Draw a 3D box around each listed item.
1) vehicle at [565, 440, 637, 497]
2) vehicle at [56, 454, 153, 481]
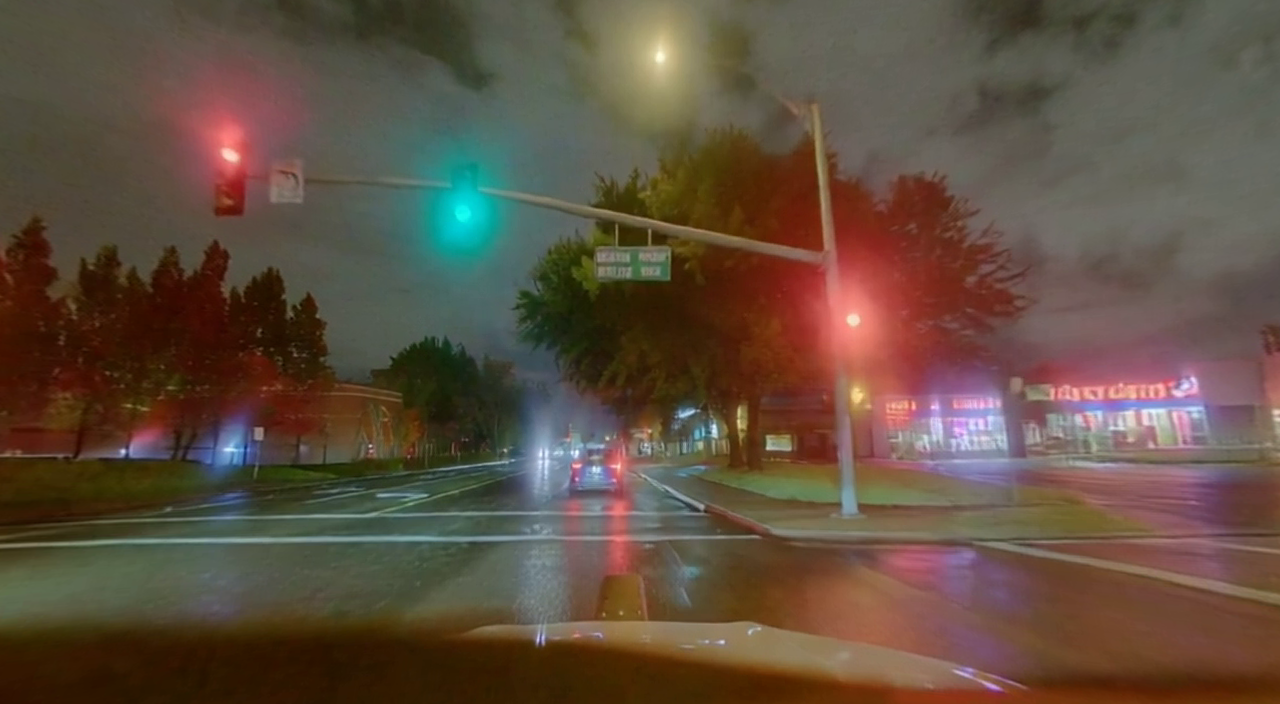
[{"bbox_3d":[-1.305,3.943,21.602,2.227,1.733,3.930,1,-9,-3],"label":"vehicle"},{"bbox_3d":[-35.284,7.604,41.727,4.369,1.669,2.018,1,-9,-5],"label":"vehicle"}]
